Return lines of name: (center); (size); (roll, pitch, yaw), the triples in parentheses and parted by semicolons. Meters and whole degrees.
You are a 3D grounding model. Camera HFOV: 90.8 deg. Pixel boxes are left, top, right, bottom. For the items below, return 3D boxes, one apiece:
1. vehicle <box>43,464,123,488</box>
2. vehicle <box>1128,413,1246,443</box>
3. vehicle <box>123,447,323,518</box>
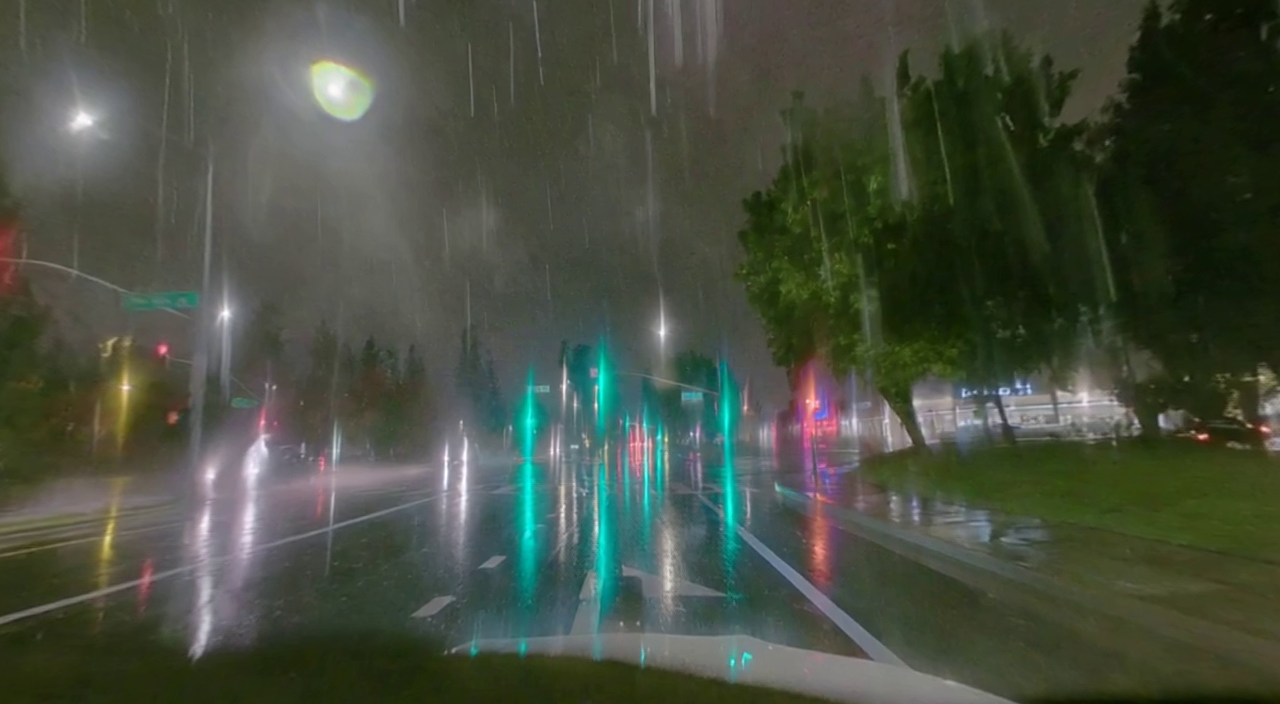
vehicle: (-42.481, 9.463, 48.333); (2.034, 1.559, 4.601); (-4, -10, -3)
vehicle: (29.928, 4.193, 34.682); (4.492, 1.584, 1.901); (-1, -8, 5)
vehicle: (-10.472, 3.254, 16.384); (2.121, 1.543, 4.349); (0, -8, 1)
